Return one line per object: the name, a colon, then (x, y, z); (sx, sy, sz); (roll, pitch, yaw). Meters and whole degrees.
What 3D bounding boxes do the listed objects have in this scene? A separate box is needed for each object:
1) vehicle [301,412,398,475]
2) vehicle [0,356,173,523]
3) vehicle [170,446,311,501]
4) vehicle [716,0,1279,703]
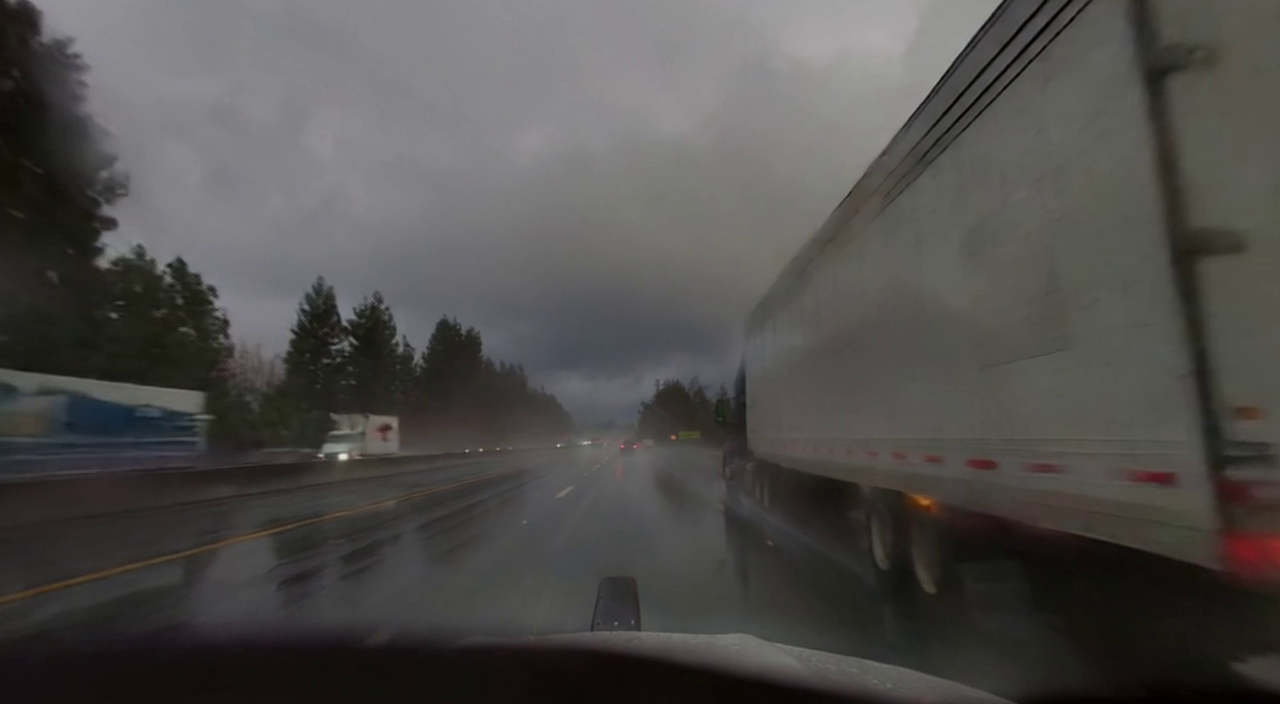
vehicle: (-20.317, 6.441, 44.678); (3.033, 4.048, 7.692); (-1, -8, 1)
vehicle: (-15.614, 1.989, 14.202); (3.185, 3.633, 9.159); (0, -8, -1)
vehicle: (-11.638, 3.525, 18.670); (1.667, 1.389, 3.819); (-1, -8, 0)
vehicle: (3.935, 0.566, 9.625); (3.489, 4.211, 14.193); (0, -8, -1)
